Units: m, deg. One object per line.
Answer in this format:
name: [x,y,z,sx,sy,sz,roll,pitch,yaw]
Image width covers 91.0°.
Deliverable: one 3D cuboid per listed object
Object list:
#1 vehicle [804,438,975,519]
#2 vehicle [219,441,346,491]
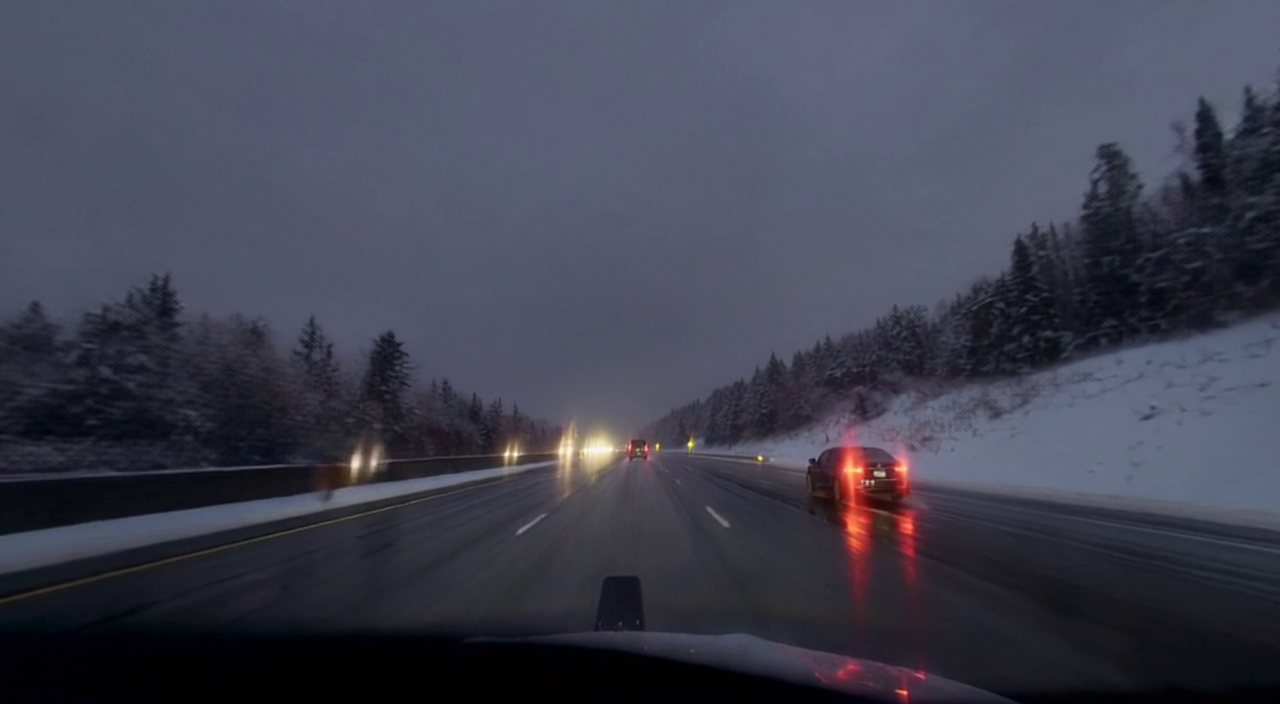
vehicle: [5.223,2.691,13.941,1.976,1.495,4.217,0,-9,-1]
vehicle: [-14.419,4.613,25.844,2.240,1.833,5.015,0,-9,0]
